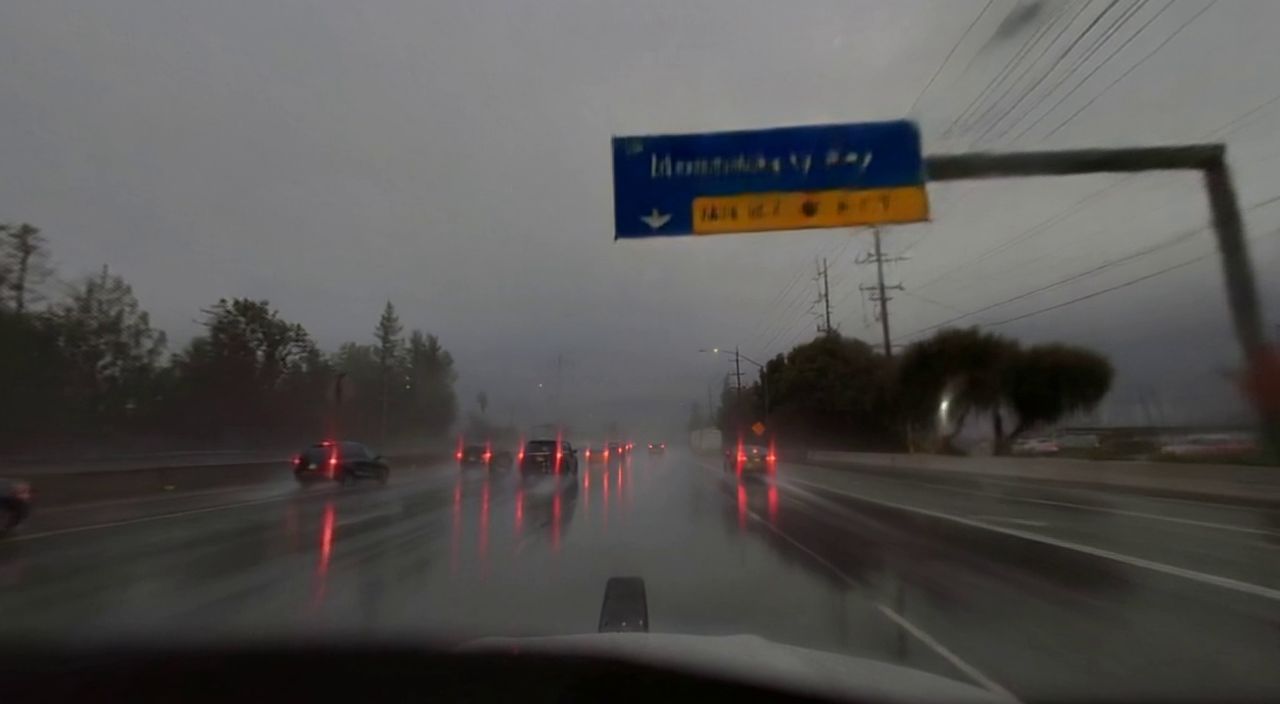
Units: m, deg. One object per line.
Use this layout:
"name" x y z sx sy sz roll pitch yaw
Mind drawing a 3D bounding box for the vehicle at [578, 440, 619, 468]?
"vehicle" -2.567 6.393 39.752 2.133 1.668 4.505 0 -8 2

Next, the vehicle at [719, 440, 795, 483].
"vehicle" 4.399 4.188 24.444 2.022 1.472 4.678 0 -8 0

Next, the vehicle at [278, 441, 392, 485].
"vehicle" -11.128 4.054 23.439 1.877 1.458 4.543 0 -8 1

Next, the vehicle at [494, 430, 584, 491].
"vehicle" -3.153 3.513 20.760 2.133 1.775 4.530 0 -8 1

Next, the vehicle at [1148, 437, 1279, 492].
"vehicle" 26.103 4.857 27.534 5.833 2.255 2.187 0 -8 0
